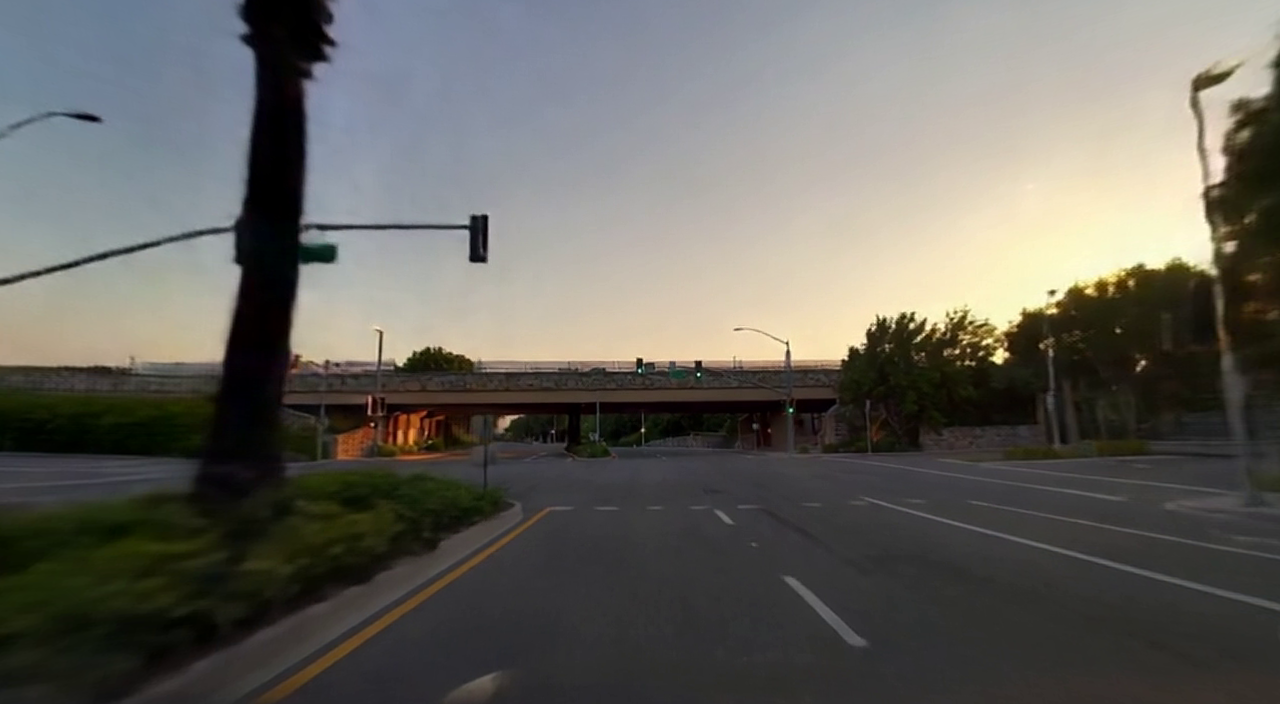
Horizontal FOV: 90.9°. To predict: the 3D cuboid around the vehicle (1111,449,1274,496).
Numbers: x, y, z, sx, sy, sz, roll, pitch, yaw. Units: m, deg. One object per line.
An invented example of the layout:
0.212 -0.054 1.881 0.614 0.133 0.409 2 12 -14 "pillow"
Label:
18.673 4.027 21.340 4.556 1.436 1.982 3 -10 -19 "vehicle"
